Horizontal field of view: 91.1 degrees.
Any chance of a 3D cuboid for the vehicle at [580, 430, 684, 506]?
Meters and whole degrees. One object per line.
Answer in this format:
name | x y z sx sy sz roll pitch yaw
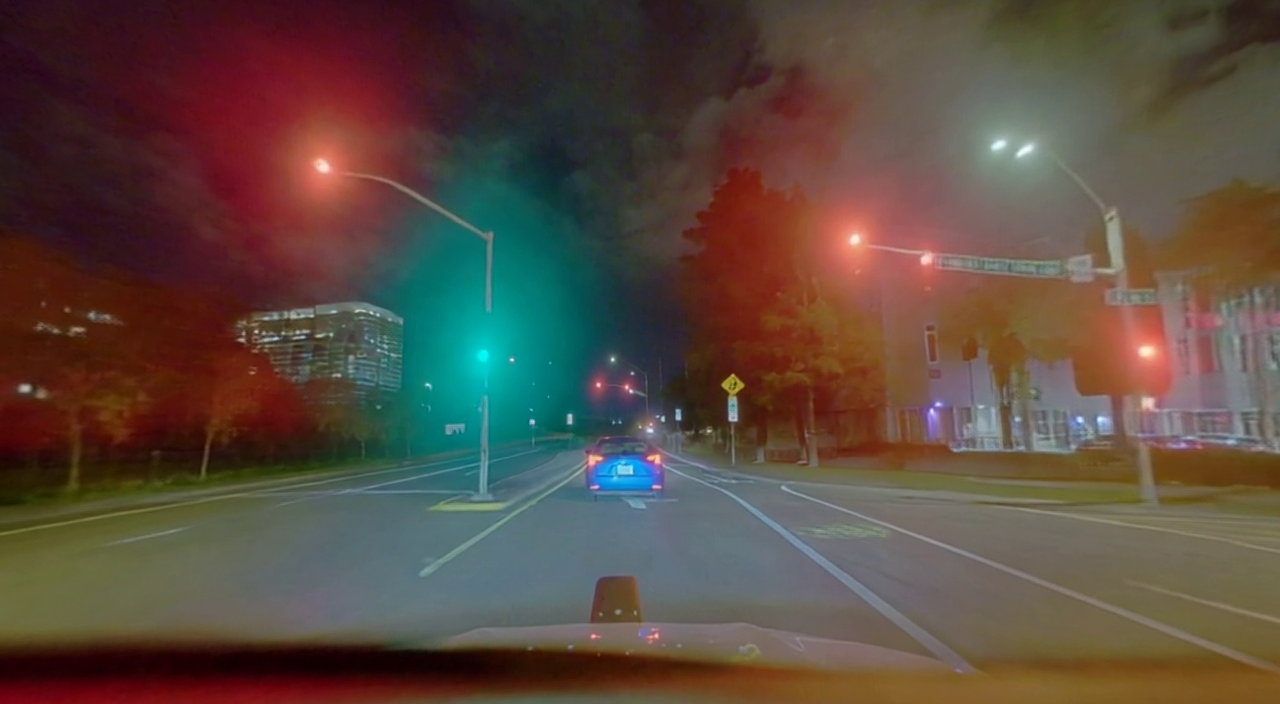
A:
vehicle | -0.337 2.464 13.968 1.950 1.401 4.159 1 -8 -5
